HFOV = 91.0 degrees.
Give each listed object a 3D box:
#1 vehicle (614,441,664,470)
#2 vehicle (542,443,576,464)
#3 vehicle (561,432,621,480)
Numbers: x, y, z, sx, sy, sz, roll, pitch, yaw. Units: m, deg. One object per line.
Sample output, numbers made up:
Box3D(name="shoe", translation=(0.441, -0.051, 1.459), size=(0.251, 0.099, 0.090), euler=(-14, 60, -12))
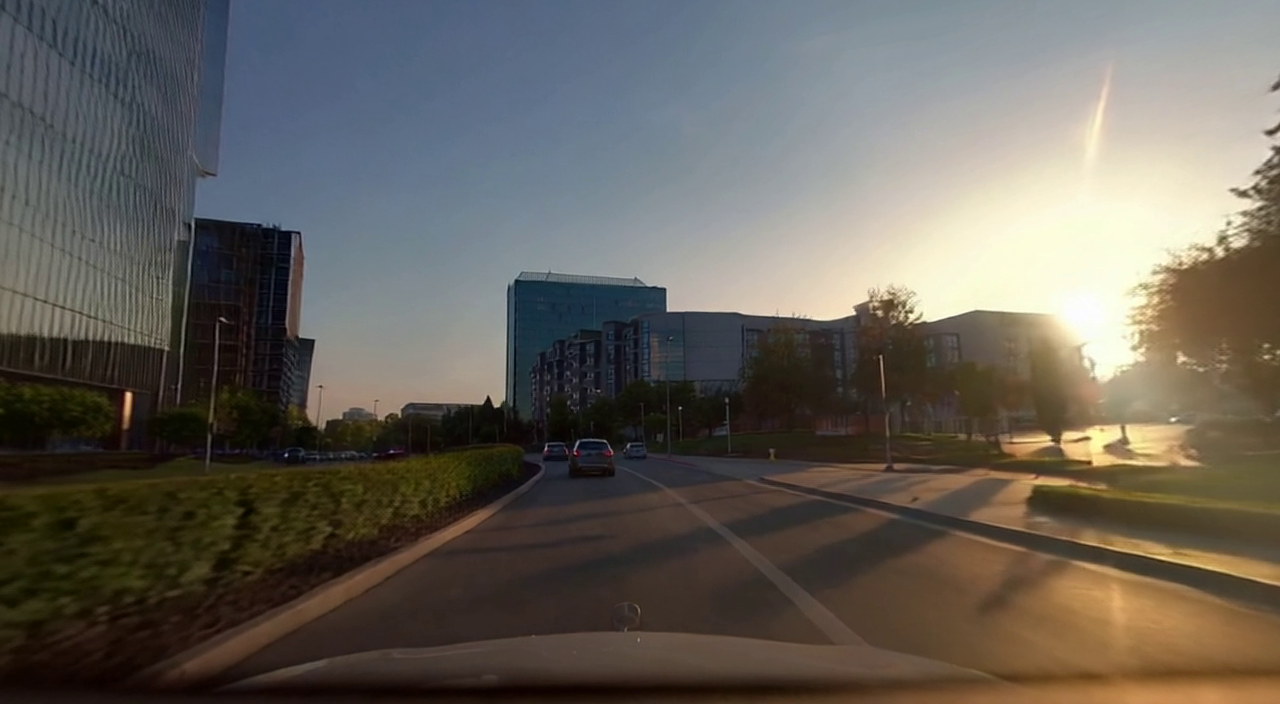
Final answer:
Box3D(name="vehicle", translation=(-0.105, 5.938, 36.293), size=(2.116, 1.506, 4.355), euler=(2, -9, -10))
Box3D(name="vehicle", translation=(-6.142, 7.584, 47.129), size=(2.029, 1.515, 4.494), euler=(2, -9, -13))
Box3D(name="vehicle", translation=(-2.064, 4.166, 25.469), size=(2.173, 1.761, 4.374), euler=(1, -9, -7))
